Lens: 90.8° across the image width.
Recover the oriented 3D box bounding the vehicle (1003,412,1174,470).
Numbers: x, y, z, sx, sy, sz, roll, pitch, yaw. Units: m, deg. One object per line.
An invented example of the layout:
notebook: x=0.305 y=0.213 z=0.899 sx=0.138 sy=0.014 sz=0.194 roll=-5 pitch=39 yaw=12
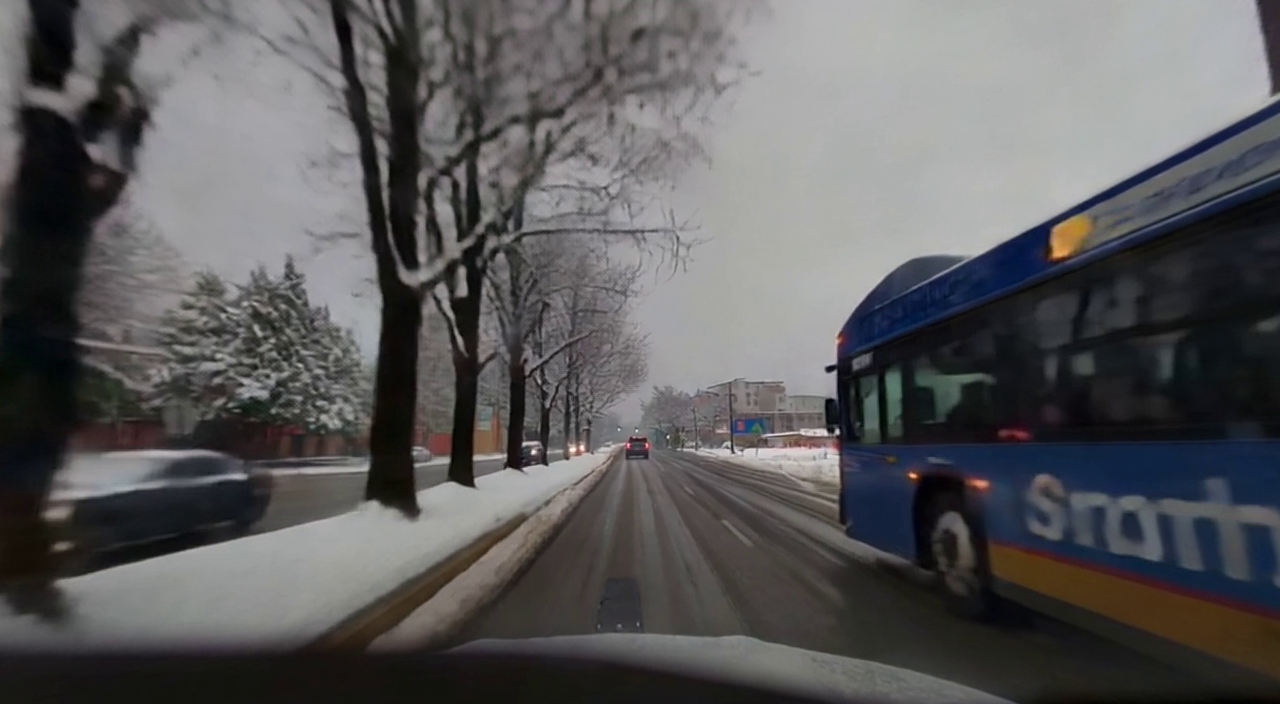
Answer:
vehicle: x=25.805 y=5.111 z=36.445 sx=8.606 sy=3.093 sz=2.803 roll=2 pitch=-9 yaw=-13

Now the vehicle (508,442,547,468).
vehicle: x=-7.876 y=7.253 z=44.712 sx=2.008 sy=1.701 sz=4.430 roll=0 pitch=-9 yaw=-1

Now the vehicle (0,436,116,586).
vehicle: x=-7.363 y=1.449 z=5.377 sx=1.999 sy=1.478 sz=4.441 roll=0 pitch=-9 yaw=-1
